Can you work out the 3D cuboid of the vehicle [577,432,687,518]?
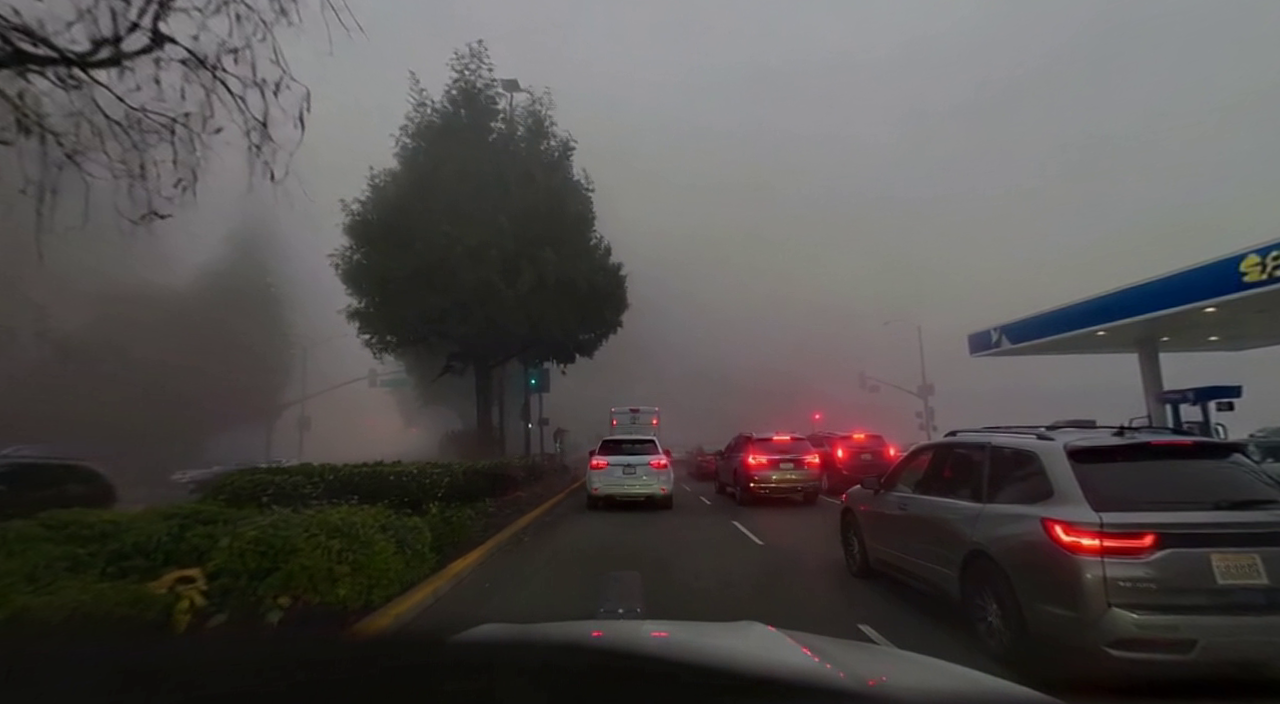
[{"bbox_3d":[-0.179,2.653,14.075,2.106,1.613,3.697,0,-9,-1],"label":"vehicle"}]

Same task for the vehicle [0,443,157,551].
[{"bbox_3d":[-11.061,2.404,10.715,2.055,1.663,4.637,0,-9,0],"label":"vehicle"}]

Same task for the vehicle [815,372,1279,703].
[{"bbox_3d":[3.242,1.272,5.314,2.056,1.700,4.399,0,-9,-3],"label":"vehicle"}]

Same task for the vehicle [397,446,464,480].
[{"bbox_3d":[-11.352,6.028,34.656,2.083,1.719,4.497,-1,-9,1],"label":"vehicle"}]

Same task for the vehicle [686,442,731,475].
[{"bbox_3d":[3.345,5.311,31.575,1.812,1.518,3.840,0,-9,0],"label":"vehicle"}]

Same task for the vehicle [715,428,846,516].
[{"bbox_3d":[2.980,2.650,14.399,1.995,1.677,4.106,0,-9,-1],"label":"vehicle"}]
